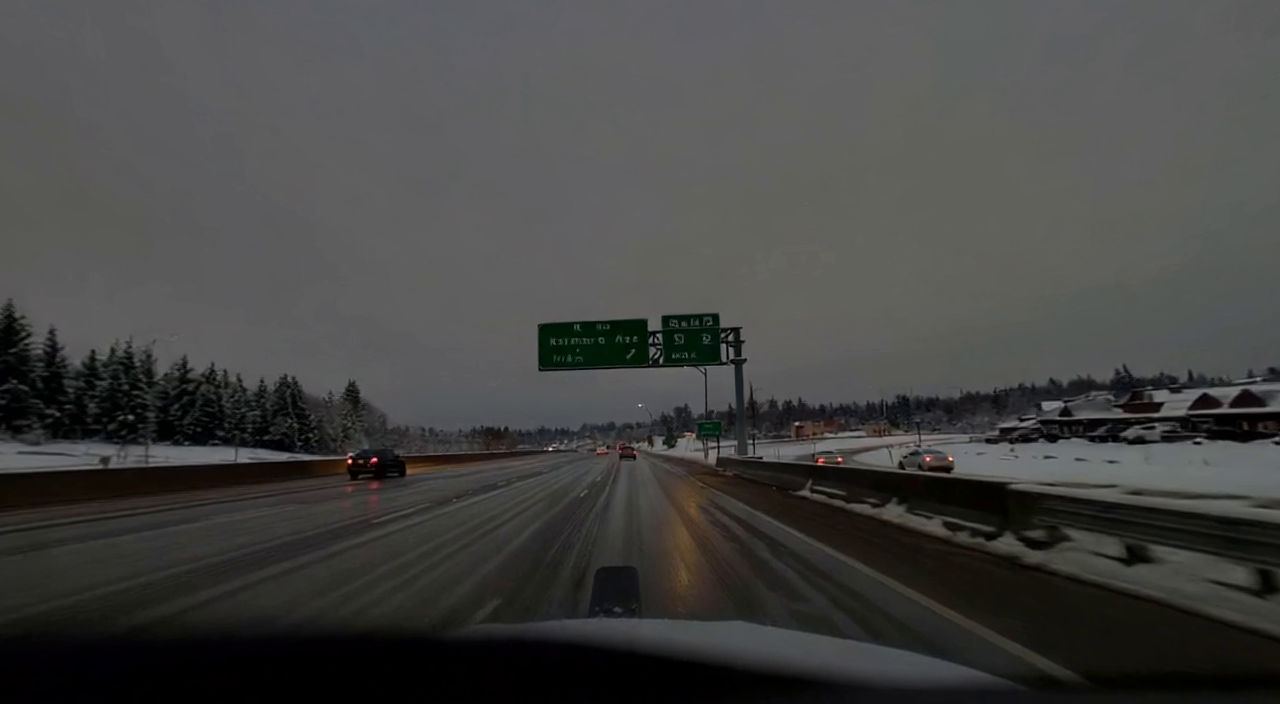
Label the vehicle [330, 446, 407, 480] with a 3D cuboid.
[{"bbox_3d":[-14.168,5.796,33.274,2.057,1.619,4.443,0,-9,-1],"label":"vehicle"}]

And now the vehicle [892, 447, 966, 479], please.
[{"bbox_3d":[17.119,6.569,37.776,2.172,1.778,5.085,0,-9,2],"label":"vehicle"}]
